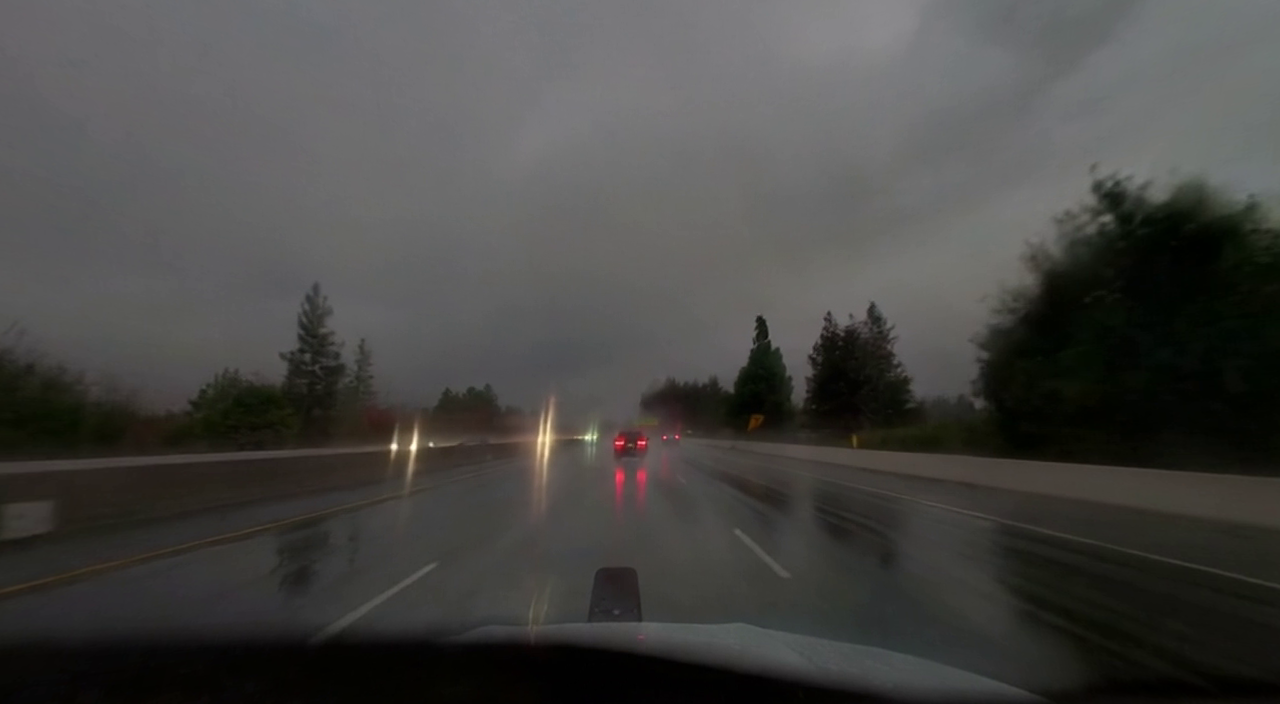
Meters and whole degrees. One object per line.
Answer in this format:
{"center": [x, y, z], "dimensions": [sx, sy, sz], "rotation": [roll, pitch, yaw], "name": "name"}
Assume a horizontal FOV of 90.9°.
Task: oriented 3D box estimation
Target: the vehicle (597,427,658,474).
{"center": [-0.451, 3.671, 23.755], "dimensions": [2.094, 1.600, 3.666], "rotation": [0, -8, -1], "name": "vehicle"}

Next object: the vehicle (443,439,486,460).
{"center": [-12.767, 7.071, 46.074], "dimensions": [1.907, 1.444, 4.397], "rotation": [0, -8, 0], "name": "vehicle"}

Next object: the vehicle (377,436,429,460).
{"center": [-16.468, 6.695, 43.971], "dimensions": [2.034, 1.584, 4.118], "rotation": [0, -8, 0], "name": "vehicle"}
